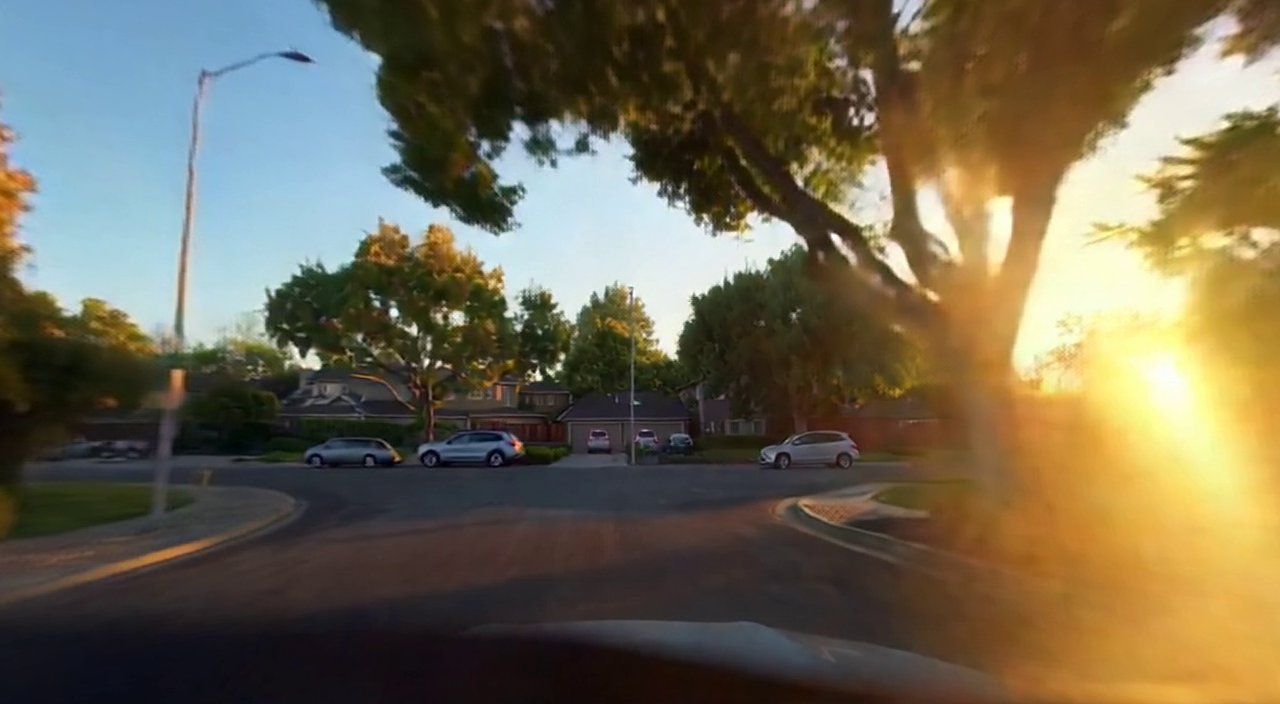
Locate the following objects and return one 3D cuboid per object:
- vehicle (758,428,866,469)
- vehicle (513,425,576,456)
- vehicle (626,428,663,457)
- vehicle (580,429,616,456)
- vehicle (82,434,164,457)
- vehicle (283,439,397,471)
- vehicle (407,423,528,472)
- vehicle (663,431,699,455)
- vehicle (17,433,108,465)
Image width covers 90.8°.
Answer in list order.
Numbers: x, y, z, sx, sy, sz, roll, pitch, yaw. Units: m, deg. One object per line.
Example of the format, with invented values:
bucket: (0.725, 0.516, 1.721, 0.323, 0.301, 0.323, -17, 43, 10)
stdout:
vehicle: (8.725, 4.940, 32.352, 4.919, 1.969, 2.104, 1, -9, -1)
vehicle: (-6.982, 6.438, 45.675, 2.307, 2.043, 5.475, 6, -10, -33)
vehicle: (0.255, 6.452, 45.118, 2.278, 1.969, 5.533, 0, -8, -4)
vehicle: (-3.218, 6.773, 47.301, 2.391, 1.894, 5.075, 1, -9, -7)
vehicle: (-35.743, 6.473, 43.828, 1.865, 1.499, 4.619, 0, -8, -1)
vehicle: (-14.648, 5.045, 31.070, 4.650, 1.480, 1.782, 0, -9, -3)
vehicle: (-8.498, 4.734, 31.590, 5.419, 2.292, 2.272, 0, -7, -4)
vehicle: (2.952, 6.724, 46.464, 2.005, 1.699, 4.234, 1, -9, -5)
vehicle: (-34.909, 5.831, 38.358, 1.803, 1.610, 4.271, -5, -7, -4)
